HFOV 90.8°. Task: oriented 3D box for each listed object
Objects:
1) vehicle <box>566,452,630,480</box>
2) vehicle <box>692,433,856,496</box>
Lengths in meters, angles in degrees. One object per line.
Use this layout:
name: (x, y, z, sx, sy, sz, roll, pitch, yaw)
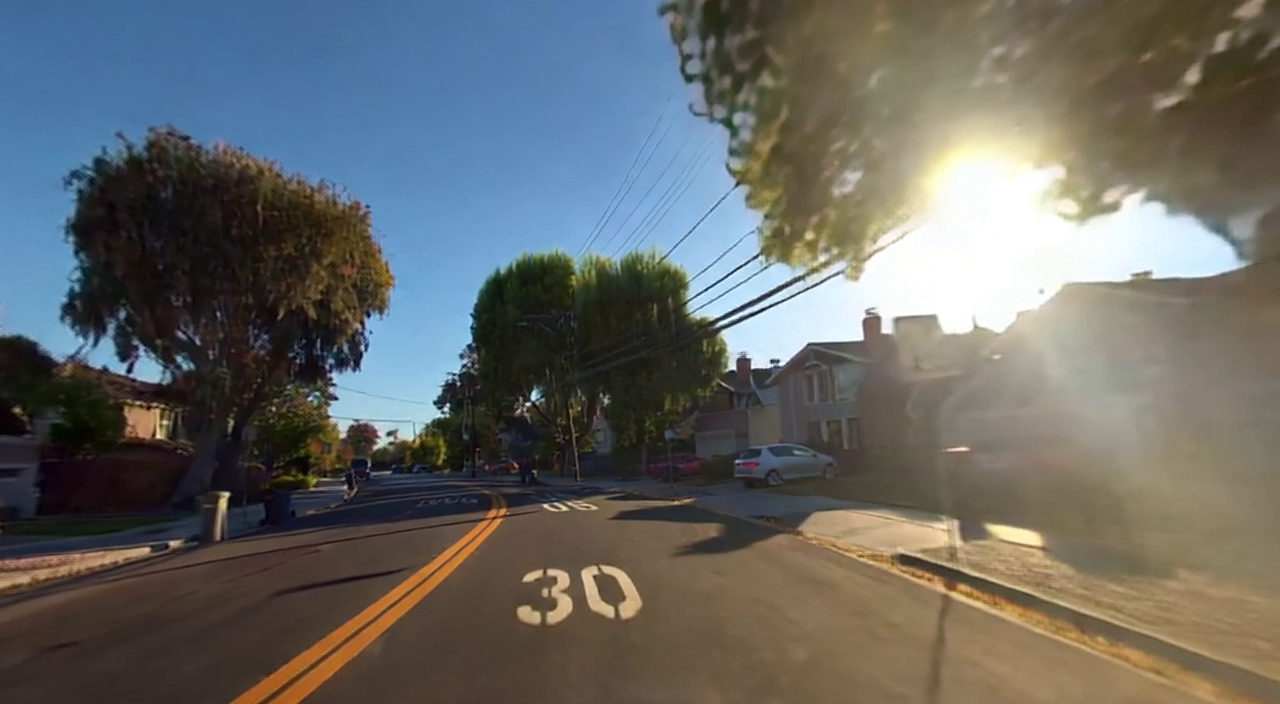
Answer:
vehicle: (-3.181, 8.507, 47.361, 4.337, 1.768, 1.962, 2, -9, -23)
vehicle: (4.775, 4.078, 22.926, 5.229, 1.790, 2.153, -2, -11, -12)
